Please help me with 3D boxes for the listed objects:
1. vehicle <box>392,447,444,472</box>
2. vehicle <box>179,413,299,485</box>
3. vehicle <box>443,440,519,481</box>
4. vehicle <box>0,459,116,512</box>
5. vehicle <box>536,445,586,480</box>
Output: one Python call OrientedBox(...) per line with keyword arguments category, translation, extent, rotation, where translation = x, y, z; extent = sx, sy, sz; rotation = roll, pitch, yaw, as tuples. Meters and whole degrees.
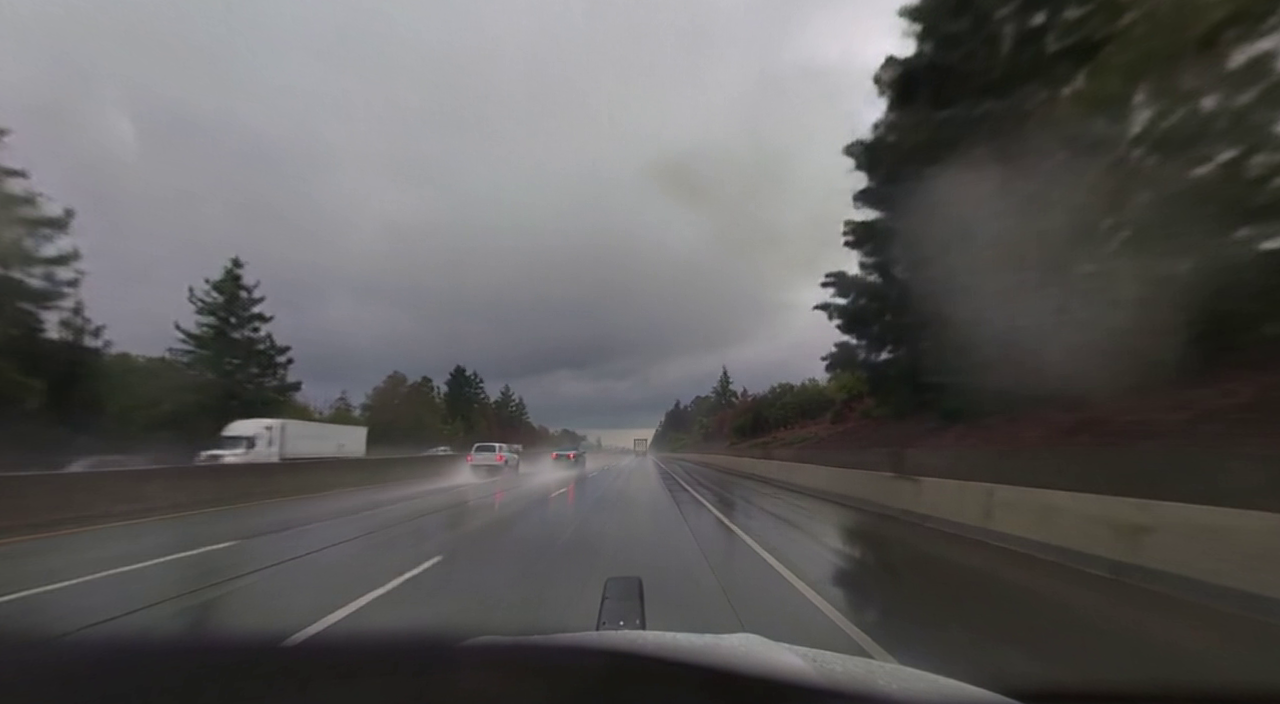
OrientedBox(category="vehicle", translation=(-16.512, 8.013, 47.197), extent=(2.032, 1.783, 4.980), rotation=(0, -9, 1))
OrientedBox(category="vehicle", translation=(-23.686, 5.776, 37.772), extent=(3.078, 3.930, 5.988), rotation=(0, -9, 0))
OrientedBox(category="vehicle", translation=(-7.197, 4.989, 29.181), extent=(2.173, 1.722, 4.869), rotation=(0, -9, 1))
OrientedBox(category="vehicle", translation=(-19.697, 4.241, 20.311), extent=(1.803, 1.474, 4.460), rotation=(0, -9, 0))
OrientedBox(category="vehicle", translation=(-3.705, 5.239, 30.152), extent=(1.893, 1.521, 3.742), rotation=(0, -9, 0))
